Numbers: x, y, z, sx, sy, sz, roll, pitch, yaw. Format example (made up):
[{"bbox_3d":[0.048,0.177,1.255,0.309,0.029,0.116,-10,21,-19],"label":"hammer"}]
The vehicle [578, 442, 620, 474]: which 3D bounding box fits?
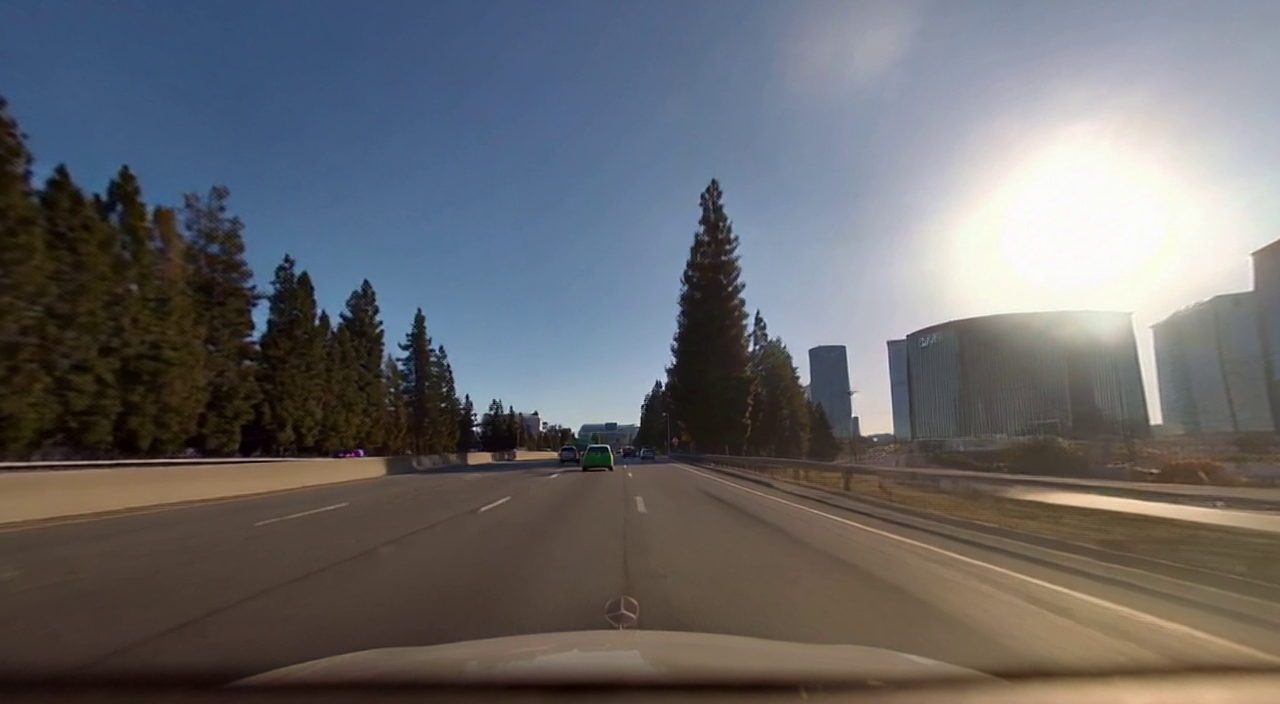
[{"bbox_3d":[-2.391,6.372,38.118,2.302,1.810,4.707,0,-9,-1],"label":"vehicle"}]
